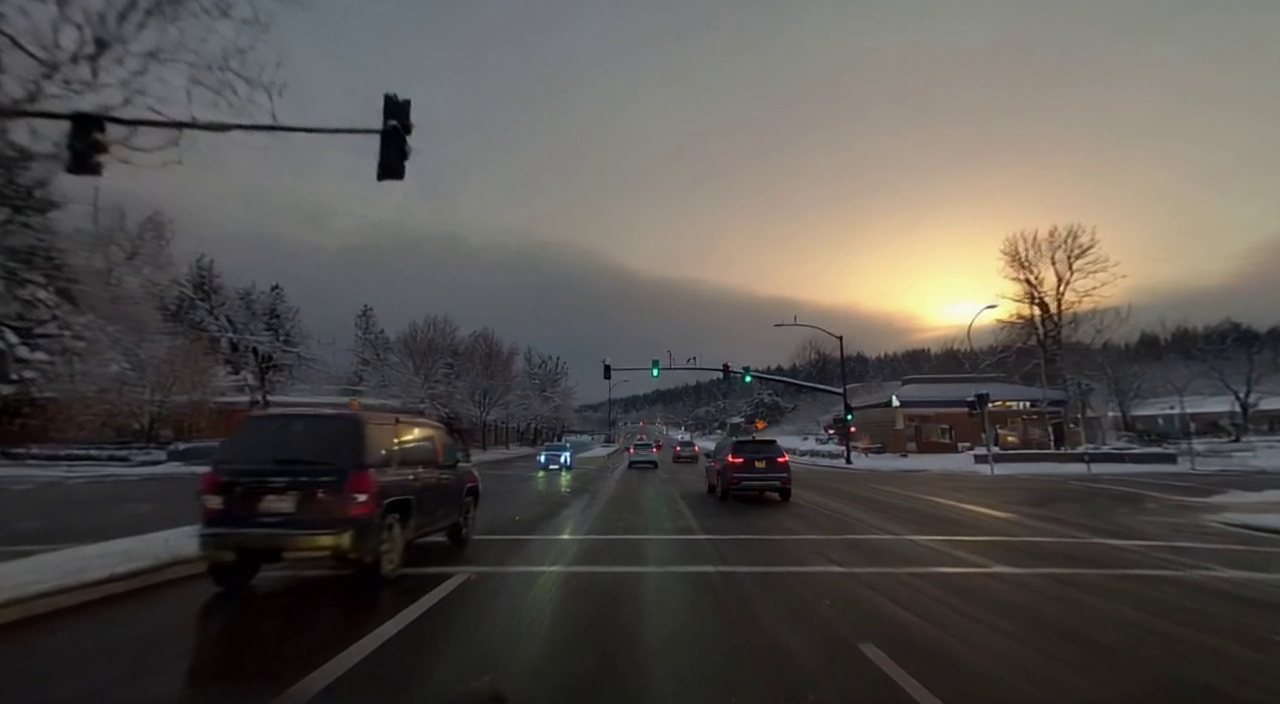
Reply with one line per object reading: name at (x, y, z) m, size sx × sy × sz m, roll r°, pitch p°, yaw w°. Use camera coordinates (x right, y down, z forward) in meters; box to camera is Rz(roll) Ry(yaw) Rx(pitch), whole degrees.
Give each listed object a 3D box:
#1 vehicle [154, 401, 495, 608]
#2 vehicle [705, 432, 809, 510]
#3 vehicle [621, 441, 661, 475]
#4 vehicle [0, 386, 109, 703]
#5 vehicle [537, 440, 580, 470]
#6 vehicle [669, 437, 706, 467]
vehicle at (-3.320, 1.679, 7.888) m, size 1.972 × 1.827 × 4.433 m, roll 0°, pitch -8°, yaw 0°
vehicle at (2.857, 2.979, 16.235) m, size 1.872 × 1.752 × 3.896 m, roll 0°, pitch -8°, yaw -1°
vehicle at (0.026, 5.580, 33.441) m, size 1.991 × 1.664 × 3.814 m, roll 0°, pitch -8°, yaw -1°
vehicle at (-3.280, 0.680, 0.595) m, size 1.788 × 1.600 × 4.298 m, roll 0°, pitch -8°, yaw 0°
vehicle at (-5.300, 6.768, 41.529) m, size 2.126 × 1.790 × 4.332 m, roll 2°, pitch -8°, yaw 1°
vehicle at (3.240, 6.964, 43.961) m, size 2.154 × 1.975 × 4.634 m, roll 0°, pitch -8°, yaw -1°
